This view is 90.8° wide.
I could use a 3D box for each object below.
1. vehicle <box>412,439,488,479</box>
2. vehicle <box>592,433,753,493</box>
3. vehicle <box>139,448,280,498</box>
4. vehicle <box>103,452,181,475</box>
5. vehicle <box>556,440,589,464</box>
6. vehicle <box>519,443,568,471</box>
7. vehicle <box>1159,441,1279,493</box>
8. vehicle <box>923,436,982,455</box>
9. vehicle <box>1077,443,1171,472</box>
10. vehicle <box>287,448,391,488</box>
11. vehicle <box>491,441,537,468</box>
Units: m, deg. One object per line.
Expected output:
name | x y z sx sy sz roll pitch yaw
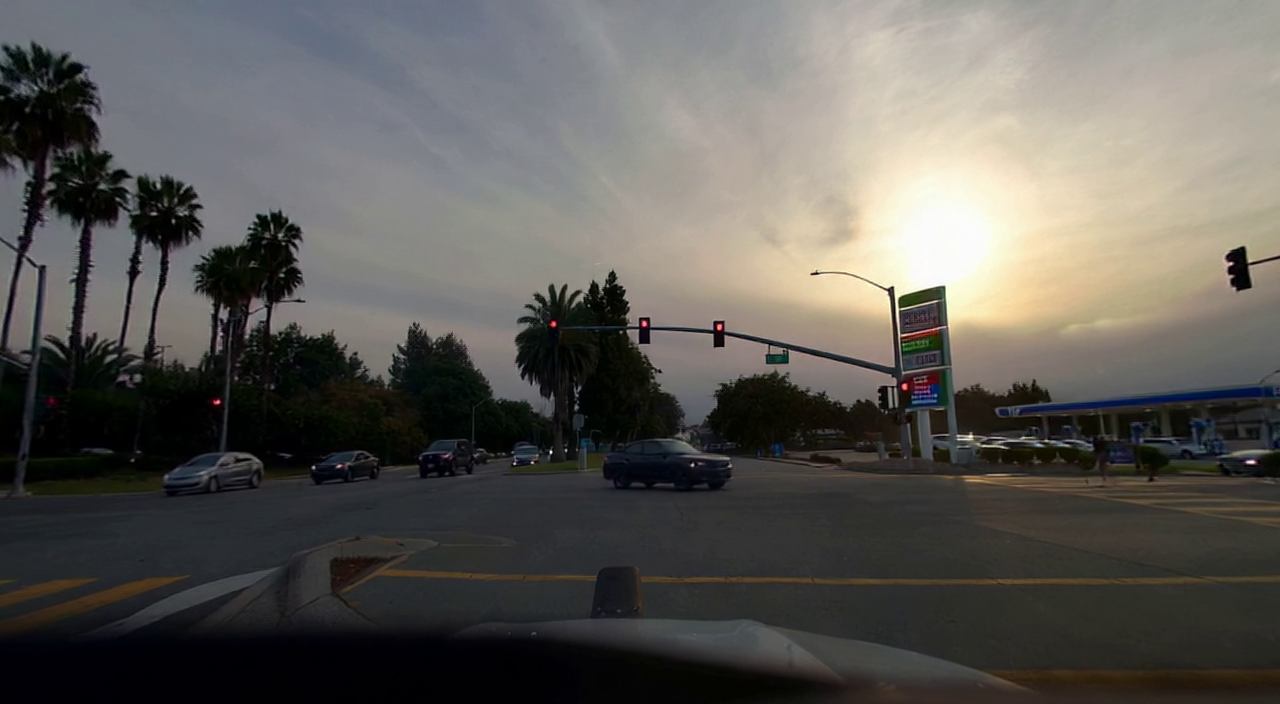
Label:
vehicle | -8.618 4.889 29.056 2.156 1.662 4.186 0 -9 0
vehicle | 0.917 3.474 20.170 2.138 1.651 4.938 9 -12 -44
vehicle | -15.282 4.273 22.779 1.956 1.611 4.359 0 -9 0
vehicle | -35.235 7.875 44.847 1.886 1.523 4.581 0 -9 -1
vehicle | -5.134 7.657 48.531 1.929 1.719 4.892 0 -9 0
vehicle | -5.306 5.827 35.315 1.983 1.464 4.579 0 -9 0
vehicle | 18.778 3.404 18.817 5.015 1.446 1.862 0 -9 -3
vehicle | 22.542 6.760 45.652 3.356 1.395 1.559 0 -9 -1
vehicle | 24.262 5.294 31.730 3.474 1.376 1.538 0 -9 -2
vehicle | -11.893 4.578 25.341 1.966 1.455 4.493 0 -9 0
vehicle | -8.511 6.953 43.067 2.124 1.701 4.551 0 -9 1
